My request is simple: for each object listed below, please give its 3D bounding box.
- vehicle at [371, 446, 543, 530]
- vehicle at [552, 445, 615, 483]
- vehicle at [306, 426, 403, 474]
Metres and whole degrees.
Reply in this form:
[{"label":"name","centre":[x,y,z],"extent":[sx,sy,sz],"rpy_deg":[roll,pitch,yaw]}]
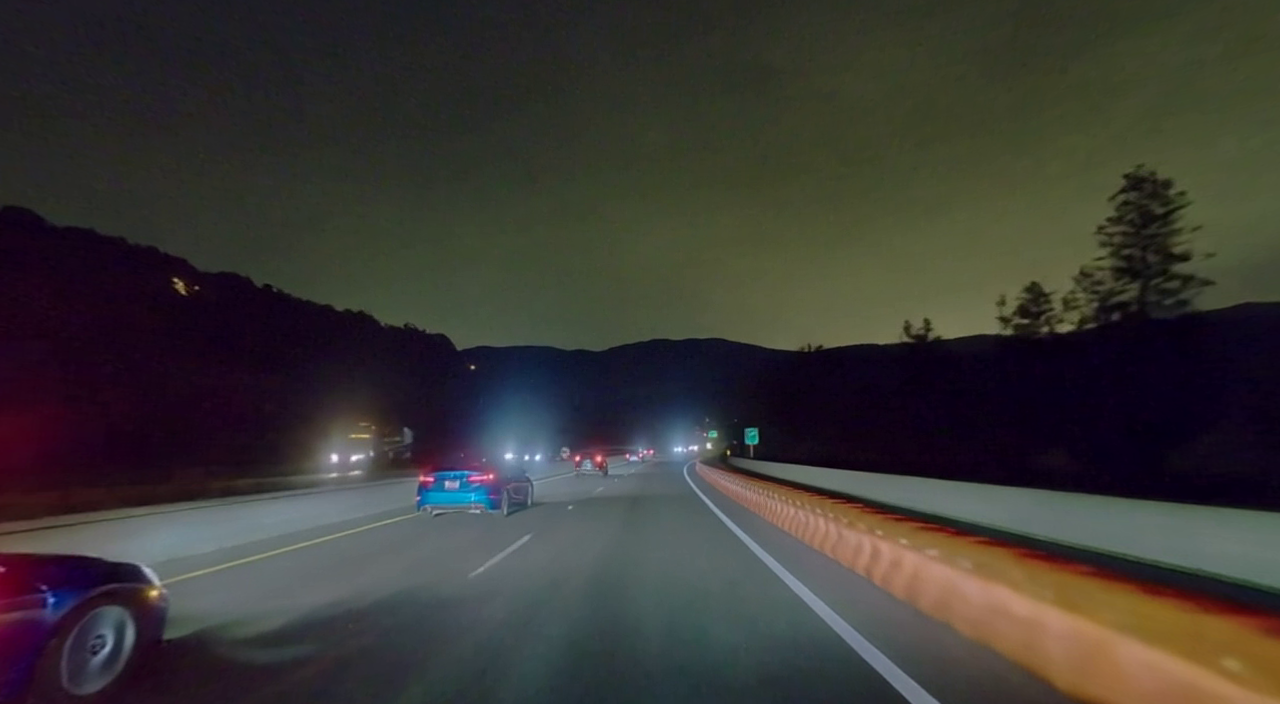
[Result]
[{"label":"vehicle","centre":[-3.265,2.503,12.179],"extent":[2.061,1.330,3.928],"rpy_deg":[0,-9,1]},{"label":"vehicle","centre":[-2.304,4.730,26.931],"extent":[2.094,1.480,4.124],"rpy_deg":[-1,-9,3]},{"label":"vehicle","centre":[-16.360,5.710,36.625],"extent":[2.367,2.544,6.211],"rpy_deg":[-1,-9,4]}]
